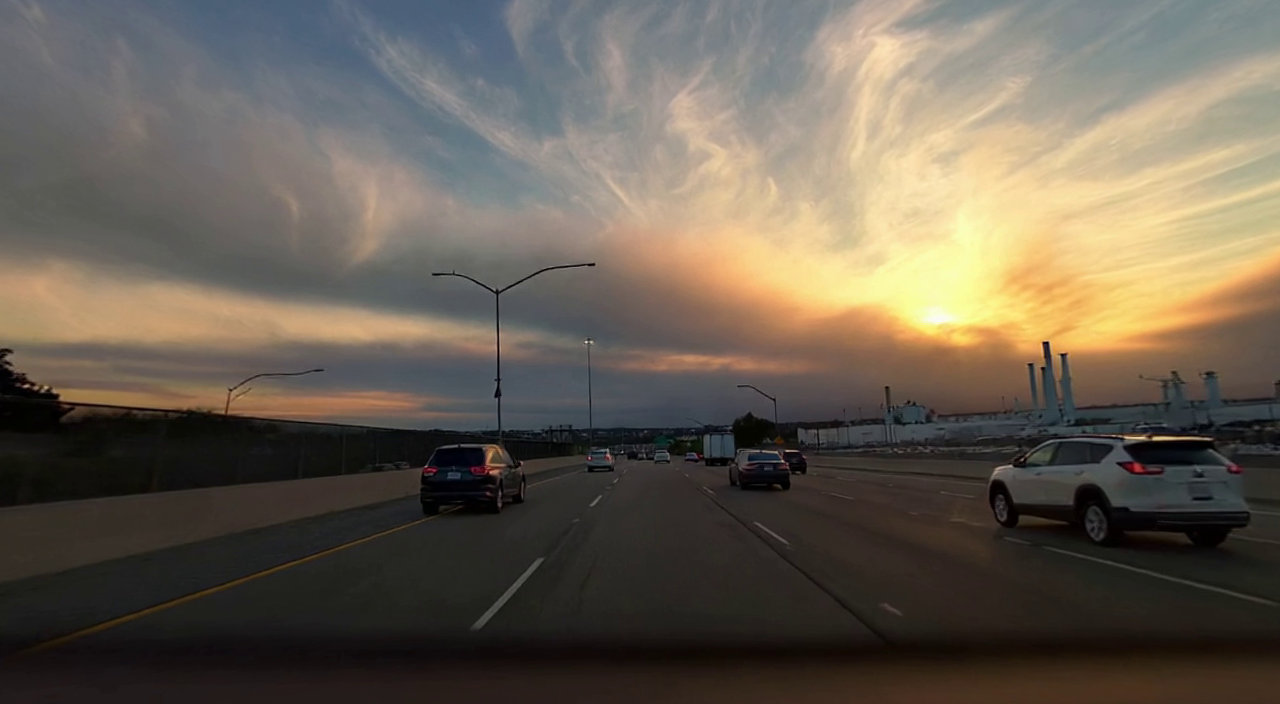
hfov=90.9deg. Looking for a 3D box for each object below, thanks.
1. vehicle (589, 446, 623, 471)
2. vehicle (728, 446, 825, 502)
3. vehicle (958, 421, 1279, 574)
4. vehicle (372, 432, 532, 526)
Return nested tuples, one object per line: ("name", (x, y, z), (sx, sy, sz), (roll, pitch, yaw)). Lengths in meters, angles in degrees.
("vehicle", (-2.530, 7.951, 47.504), (2.108, 1.748, 4.514), (-1, -8, 3))
("vehicle", (3.927, 3.564, 18.917), (1.942, 1.453, 4.329), (0, -8, 0))
("vehicle", (7.386, 2.050, 9.886), (2.145, 1.743, 5.058), (0, -8, 0))
("vehicle", (-3.766, 2.608, 13.533), (2.036, 1.669, 4.112), (-1, -8, 2))
